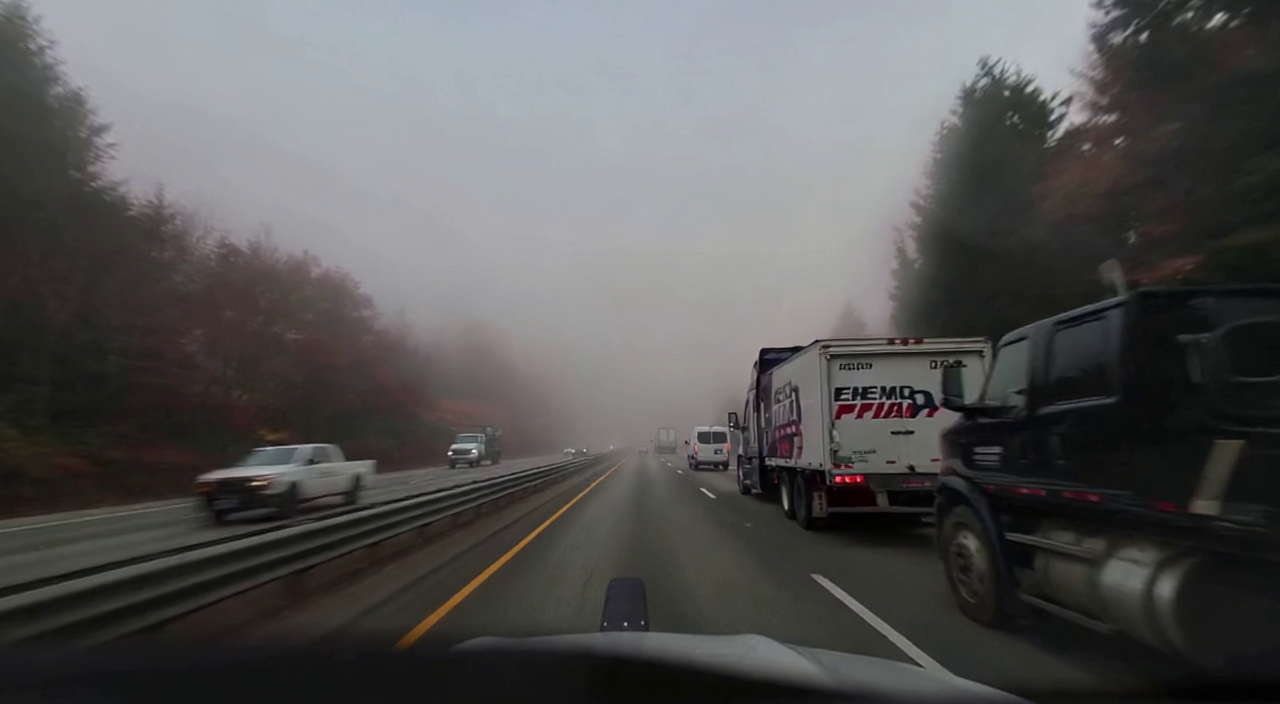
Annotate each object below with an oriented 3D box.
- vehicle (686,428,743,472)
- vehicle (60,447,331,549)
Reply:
[{"bbox_3d":[3.788,5.122,33.034,2.291,2.112,5.052,0,-8,-1],"label":"vehicle"},{"bbox_3d":[-7.950,2.581,11.930,1.914,1.523,4.361,0,-8,0],"label":"vehicle"}]
